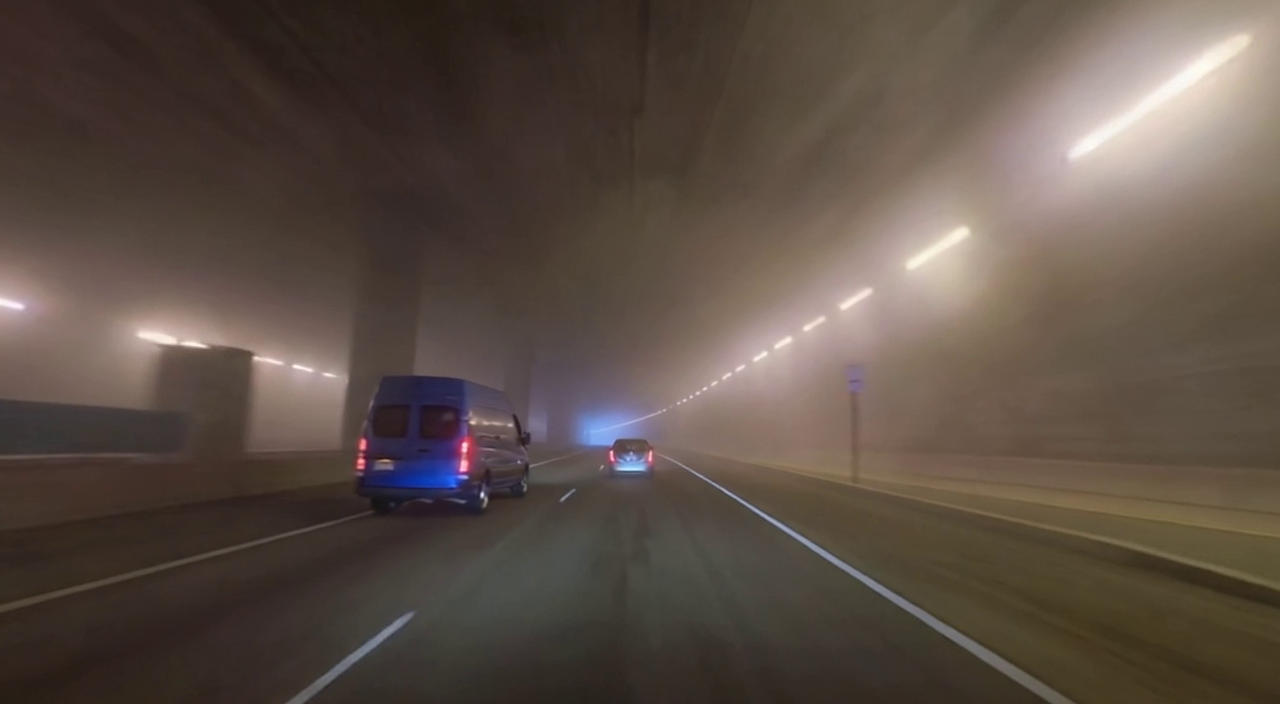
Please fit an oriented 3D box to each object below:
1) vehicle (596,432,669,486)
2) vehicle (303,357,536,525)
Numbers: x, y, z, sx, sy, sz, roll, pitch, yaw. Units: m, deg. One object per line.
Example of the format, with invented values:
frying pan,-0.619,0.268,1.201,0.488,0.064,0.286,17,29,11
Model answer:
vehicle,-0.214,3.391,20.363,2.095,1.553,4.069,0,-8,0
vehicle,-3.683,1.661,11.940,2.404,2.459,5.229,0,-8,1
